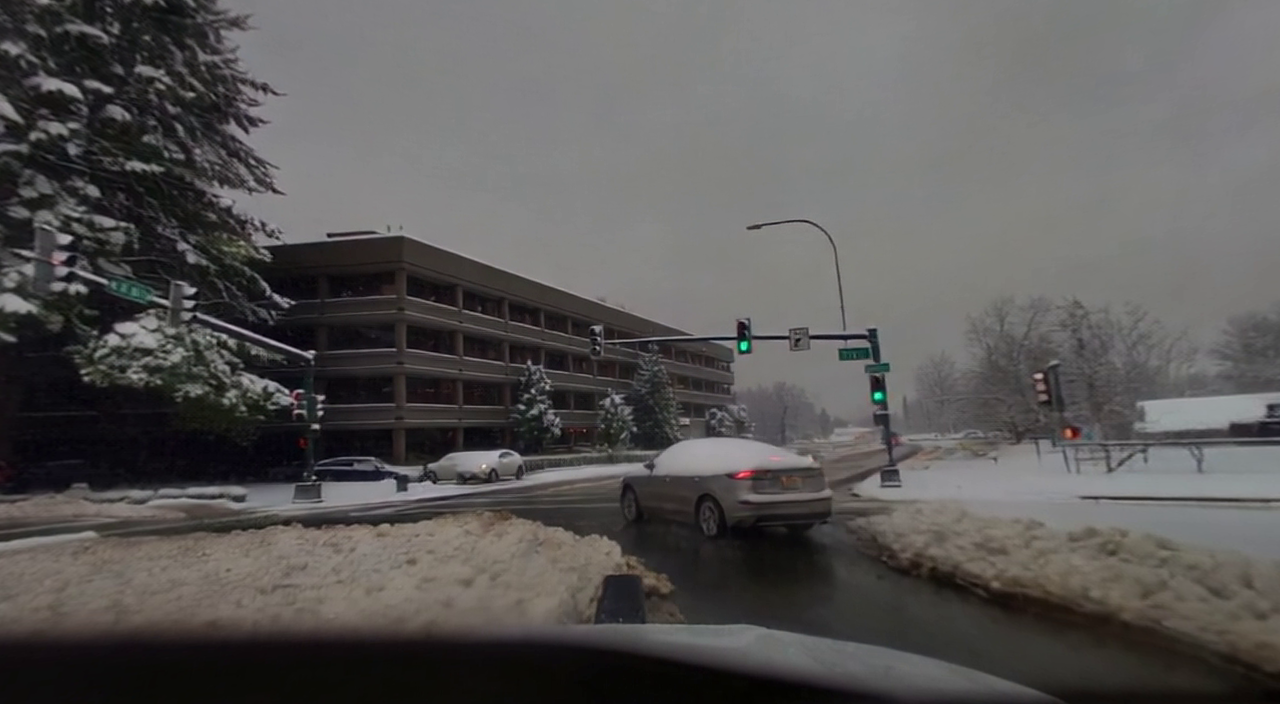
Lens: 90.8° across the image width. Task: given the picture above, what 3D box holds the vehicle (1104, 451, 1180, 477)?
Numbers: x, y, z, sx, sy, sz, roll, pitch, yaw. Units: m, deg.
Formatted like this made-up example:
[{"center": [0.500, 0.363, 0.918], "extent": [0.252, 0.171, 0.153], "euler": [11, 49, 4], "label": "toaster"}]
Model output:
[{"center": [28.377, 6.309, 35.850], "extent": [1.817, 1.361, 3.253], "euler": [-1, -9, 7], "label": "vehicle"}]

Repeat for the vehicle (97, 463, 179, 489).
[{"center": [-31.575, 7.799, 39.872], "extent": [1.709, 1.410, 3.945], "euler": [-1, -9, 4], "label": "vehicle"}]

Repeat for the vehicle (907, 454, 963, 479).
[{"center": [17.419, 6.739, 37.424], "extent": [2.006, 1.371, 3.426], "euler": [-1, -9, 7], "label": "vehicle"}]

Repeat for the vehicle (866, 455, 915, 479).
[{"center": [14.782, 6.798, 37.449], "extent": [1.692, 1.343, 3.352], "euler": [-1, -9, 4], "label": "vehicle"}]

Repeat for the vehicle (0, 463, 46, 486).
[{"center": [-41.390, 8.020, 41.288], "extent": [1.627, 1.392, 3.330], "euler": [-1, -9, 5], "label": "vehicle"}]

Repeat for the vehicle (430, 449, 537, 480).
[{"center": [-9.712, 7.004, 39.449], "extent": [6.021, 1.868, 2.172], "euler": [-1, -9, 6], "label": "vehicle"}]

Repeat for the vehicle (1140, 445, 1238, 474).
[{"center": [30.721, 6.009, 35.543], "extent": [2.039, 1.501, 4.231], "euler": [-1, -9, 8], "label": "vehicle"}]

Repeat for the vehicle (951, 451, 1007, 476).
[{"center": [19.952, 6.548, 37.301], "extent": [1.704, 1.365, 3.315], "euler": [-1, -9, 6], "label": "vehicle"}]

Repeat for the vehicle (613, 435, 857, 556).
[{"center": [1.266, 2.194, 10.458], "extent": [1.903, 1.529, 4.254], "euler": [4, -10, -25], "label": "vehicle"}]

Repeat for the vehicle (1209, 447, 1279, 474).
[{"center": [33.702, 5.976, 34.854], "extent": [1.746, 1.391, 3.360], "euler": [-1, -9, 9], "label": "vehicle"}]

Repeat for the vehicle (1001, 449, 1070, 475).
[{"center": [22.827, 6.338, 36.639], "extent": [1.970, 1.449, 3.604], "euler": [-1, -9, 7], "label": "vehicle"}]

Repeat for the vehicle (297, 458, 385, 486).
[{"center": [-17.261, 6.932, 36.542], "extent": [4.207, 1.508, 1.875], "euler": [-1, -9, 8], "label": "vehicle"}]

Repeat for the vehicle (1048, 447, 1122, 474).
[{"center": [25.717, 6.270, 36.640], "extent": [1.997, 1.495, 3.504], "euler": [-1, -9, 7], "label": "vehicle"}]
